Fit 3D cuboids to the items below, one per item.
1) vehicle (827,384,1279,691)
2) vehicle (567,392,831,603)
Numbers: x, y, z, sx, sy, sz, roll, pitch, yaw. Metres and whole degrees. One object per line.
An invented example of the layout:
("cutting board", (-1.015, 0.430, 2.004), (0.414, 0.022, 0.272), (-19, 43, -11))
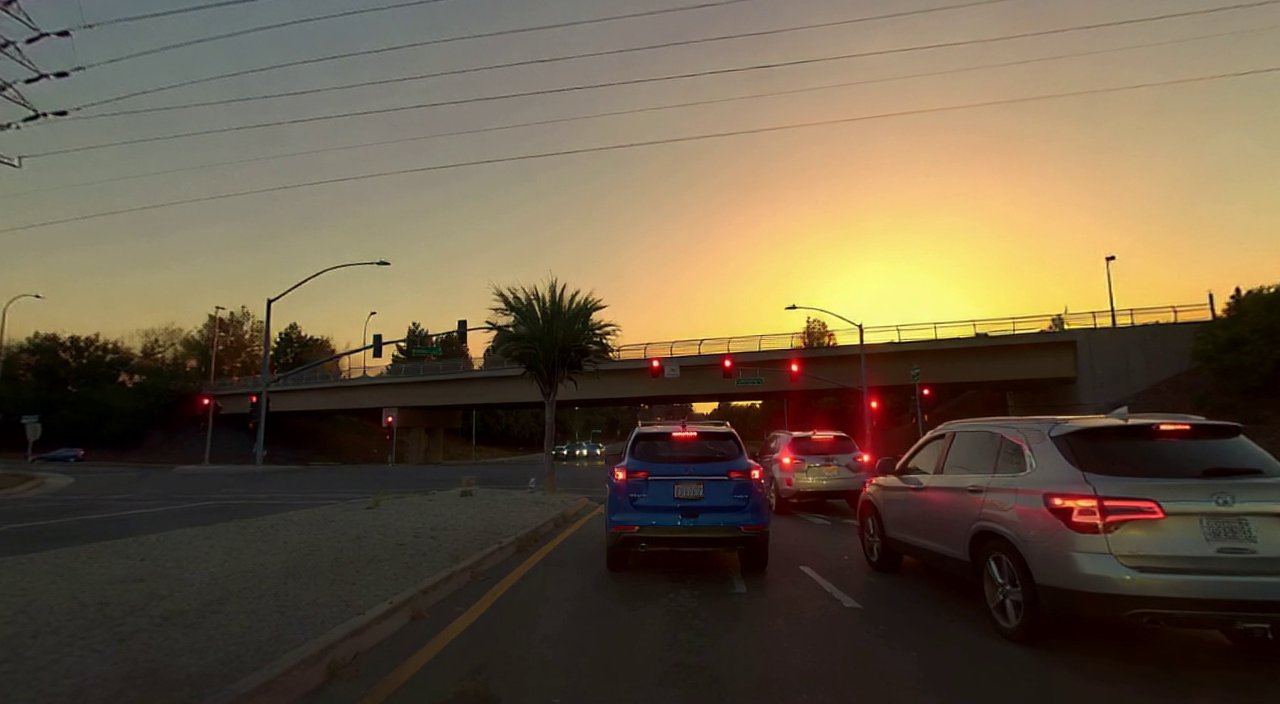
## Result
("vehicle", (3.406, 1.339, 5.790), (1.990, 1.649, 4.625), (0, -8, 1))
("vehicle", (0.451, 1.552, 7.612), (2.240, 1.778, 4.335), (0, -8, -1))
